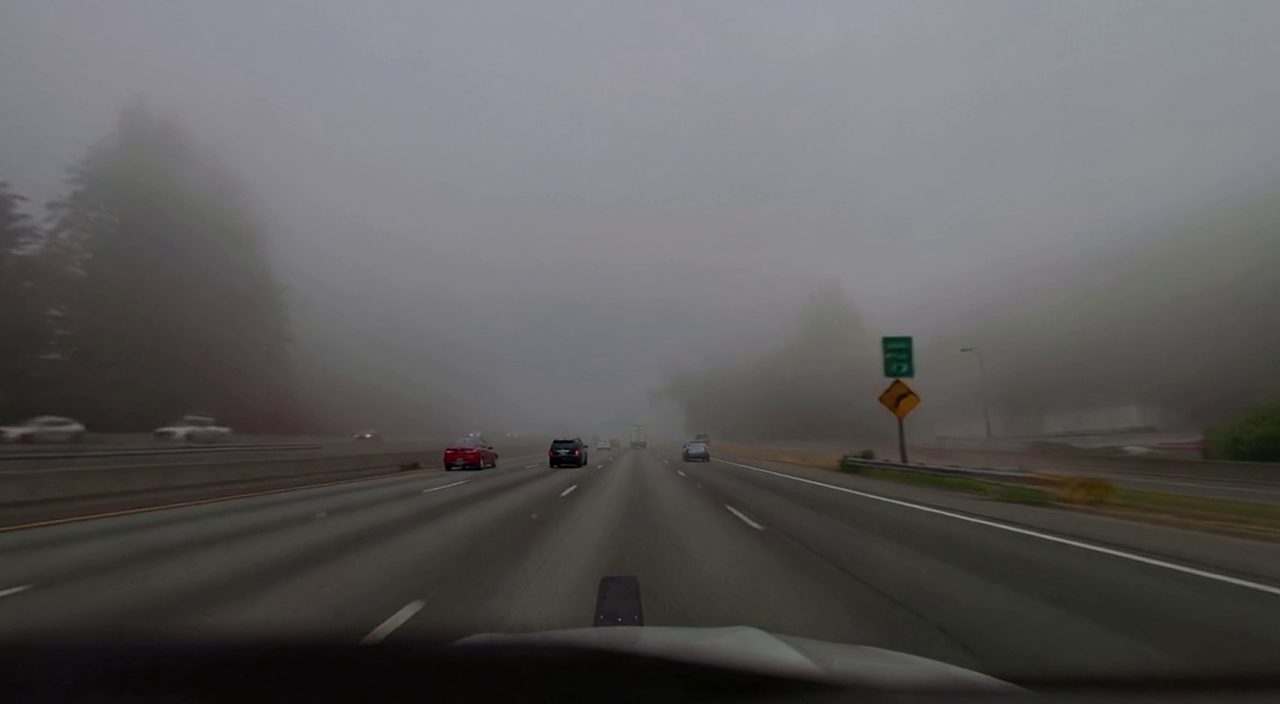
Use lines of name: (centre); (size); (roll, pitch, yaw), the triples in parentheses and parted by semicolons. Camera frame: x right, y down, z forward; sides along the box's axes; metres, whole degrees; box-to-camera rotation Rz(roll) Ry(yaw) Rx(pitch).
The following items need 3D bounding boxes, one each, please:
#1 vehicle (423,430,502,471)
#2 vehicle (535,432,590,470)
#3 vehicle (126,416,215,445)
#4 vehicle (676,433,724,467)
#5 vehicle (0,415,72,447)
vehicle: (-8.082, 4.548, 29.155); (2.237, 1.703, 4.681); (0, -9, 0)
vehicle: (-3.595, 4.710, 29.986); (2.002, 1.680, 4.301); (0, -9, 0)
vehicle: (-27.773, 4.714, 37.421); (1.887, 1.573, 4.308); (0, -9, 2)
vehicle: (3.179, 5.318, 34.224); (2.053, 1.698, 4.097); (0, -9, -2)
vehicle: (-35.168, 4.410, 34.855); (2.145, 1.679, 5.544); (0, -9, 2)
